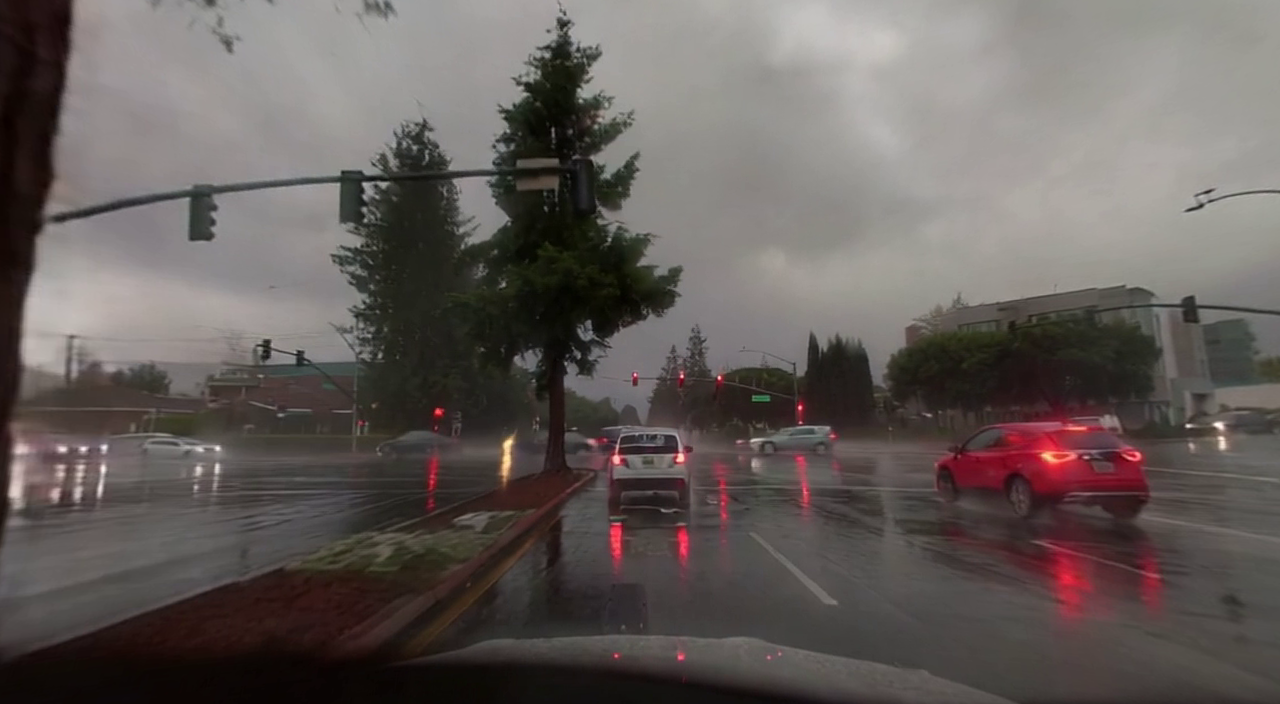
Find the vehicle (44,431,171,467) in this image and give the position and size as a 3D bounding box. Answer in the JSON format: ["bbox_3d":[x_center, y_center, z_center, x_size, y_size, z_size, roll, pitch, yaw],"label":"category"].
[{"bbox_3d":[-28.153,5.139,33.466,4.833,1.784,2.027,0,-8,0],"label":"vehicle"}]

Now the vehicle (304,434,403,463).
[{"bbox_3d":[-15.221,5.140,33.603,4.399,1.445,1.769,-1,-8,2],"label":"vehicle"}]

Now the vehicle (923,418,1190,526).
[{"bbox_3d":[7.175,2.103,11.575,1.901,1.577,4.348,0,-8,0],"label":"vehicle"}]

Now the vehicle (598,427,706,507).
[{"bbox_3d":[0.191,2.455,13.883,2.041,1.485,3.813,0,-8,-1],"label":"vehicle"}]

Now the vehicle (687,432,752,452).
[{"bbox_3d":[5.821,6.620,46.305,4.507,1.440,1.736,0,-8,-1],"label":"vehicle"}]

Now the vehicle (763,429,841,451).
[{"bbox_3d":[10.723,5.874,42.045,4.667,1.450,1.818,0,-8,0],"label":"vehicle"}]

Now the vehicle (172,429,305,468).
[{"bbox_3d":[-19.022,4.602,30.031,4.921,1.757,2.036,-1,-8,2],"label":"vehicle"}]

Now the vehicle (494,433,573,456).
[{"bbox_3d":[-7.036,6.152,42.049,4.944,1.488,1.807,0,-8,0],"label":"vehicle"}]
